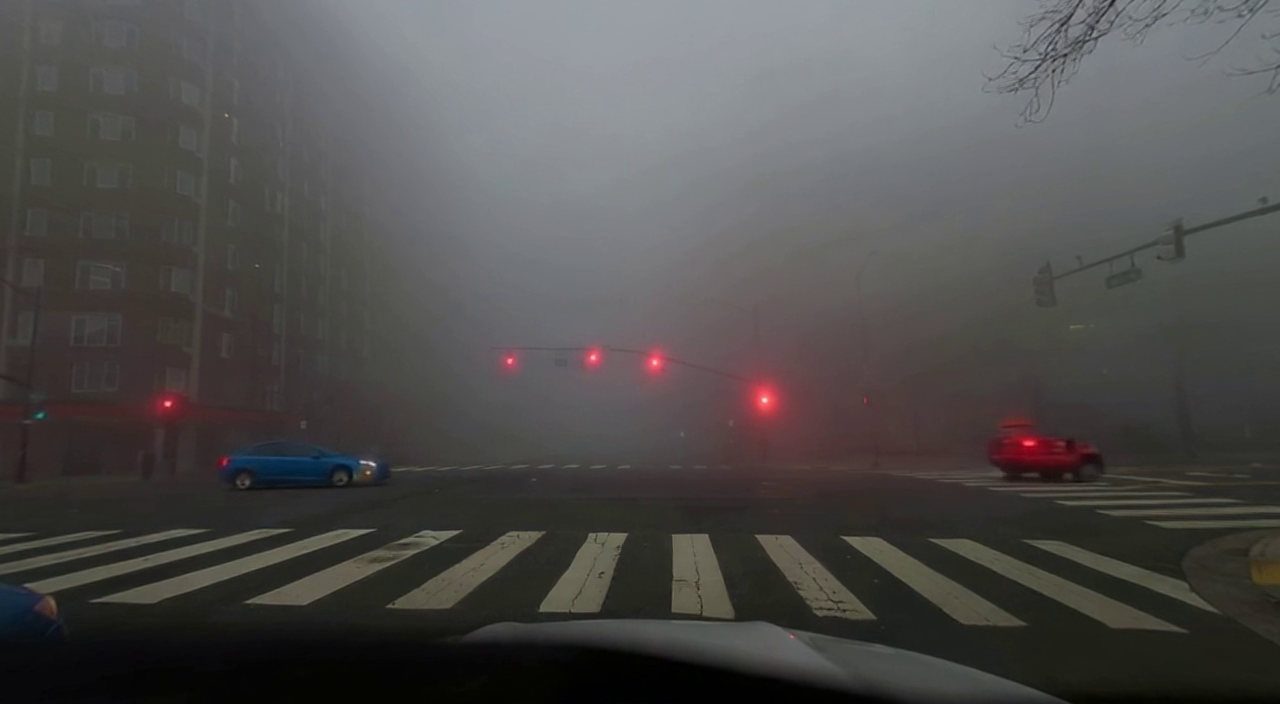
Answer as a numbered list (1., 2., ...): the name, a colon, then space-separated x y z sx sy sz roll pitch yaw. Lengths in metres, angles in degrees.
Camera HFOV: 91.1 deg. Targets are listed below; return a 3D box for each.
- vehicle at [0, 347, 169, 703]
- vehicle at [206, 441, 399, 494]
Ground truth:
1. vehicle: -3.637 0.618 1.059 2.109 1.692 4.587 0 -8 0
2. vehicle: -9.765 3.364 18.462 4.551 1.454 1.941 0 -8 2
